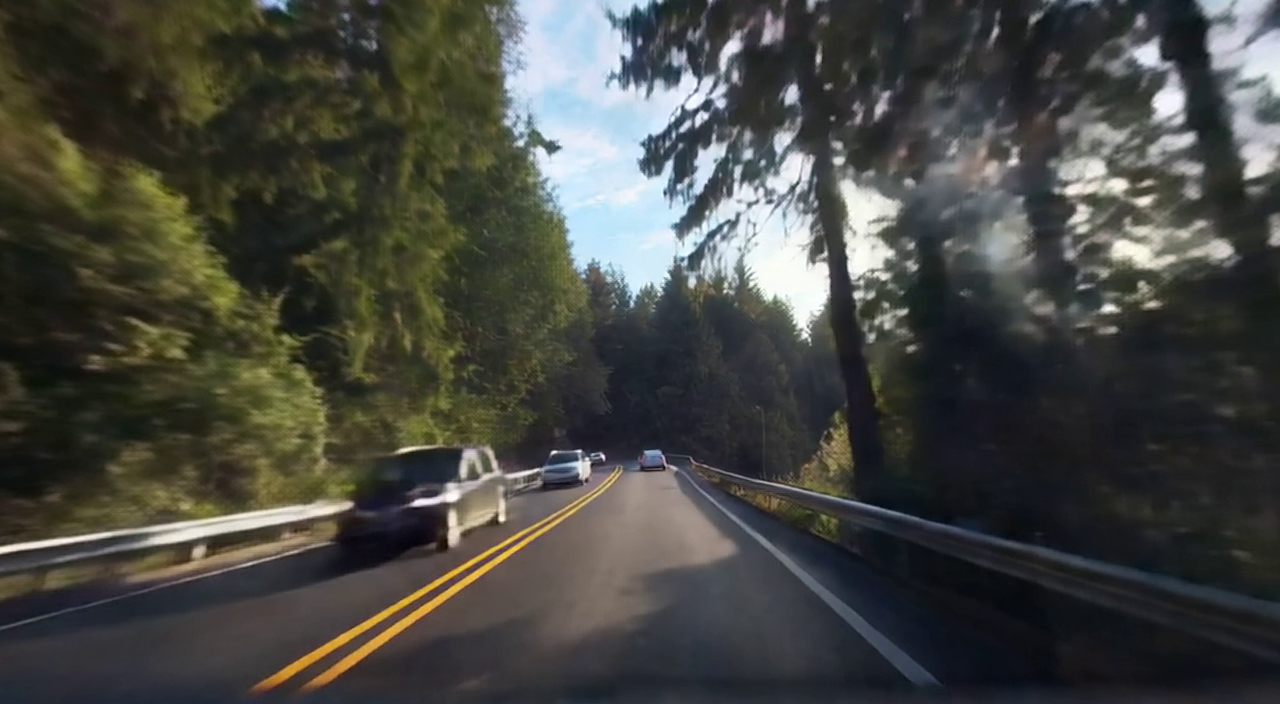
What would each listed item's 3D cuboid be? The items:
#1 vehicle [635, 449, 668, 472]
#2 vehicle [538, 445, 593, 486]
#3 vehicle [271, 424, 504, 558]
[{"bbox_3d":[0.720,7.513,43.745,2.120,1.491,4.349,0,-9,-1],"label":"vehicle"},{"bbox_3d":[-3.576,5.559,31.385,2.066,1.827,5.178,0,-9,0],"label":"vehicle"},{"bbox_3d":[-4.075,2.314,11.297,2.170,1.872,4.643,0,-9,1],"label":"vehicle"}]
